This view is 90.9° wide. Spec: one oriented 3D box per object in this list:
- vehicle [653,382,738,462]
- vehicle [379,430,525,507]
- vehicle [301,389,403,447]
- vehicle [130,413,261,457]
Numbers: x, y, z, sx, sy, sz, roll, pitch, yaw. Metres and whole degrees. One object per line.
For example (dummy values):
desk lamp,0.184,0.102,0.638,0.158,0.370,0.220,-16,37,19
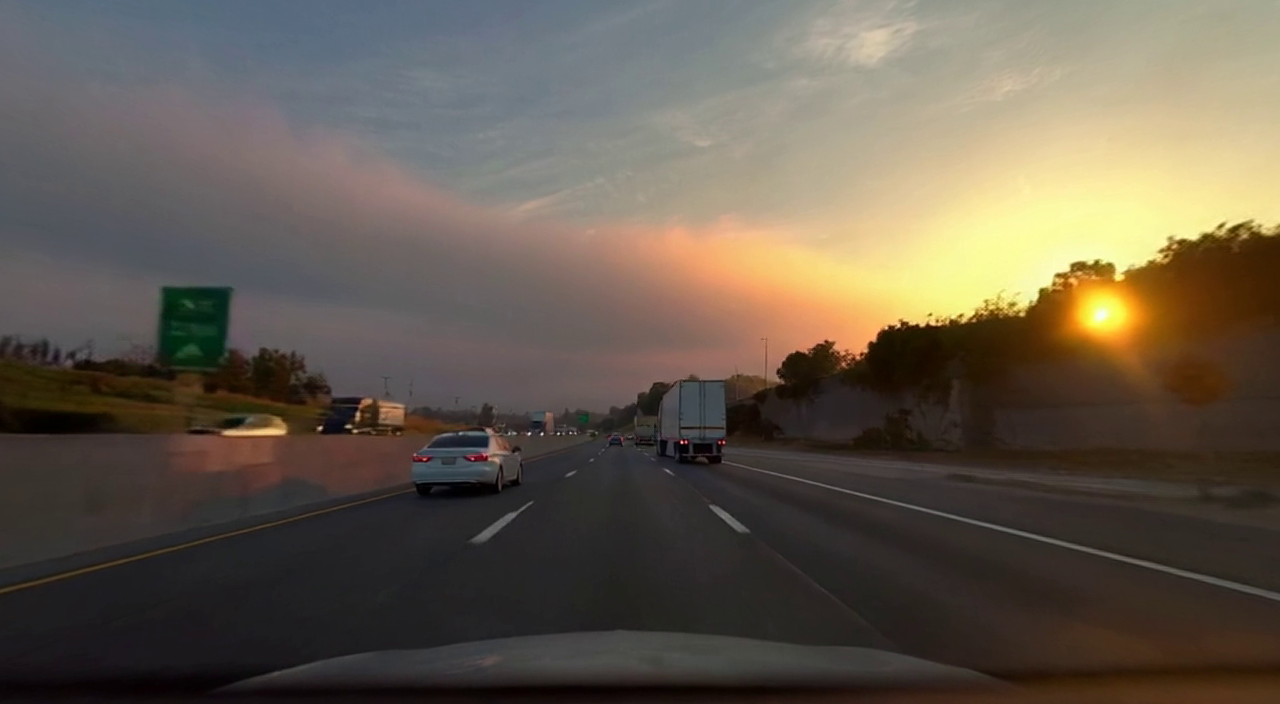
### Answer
vehicle,2.945,4.475,38.920,3.241,4.042,14.292,0,-8,-3
vehicle,-3.960,2.506,14.177,1.971,1.444,4.401,0,-8,-1
vehicle,-20.631,4.981,45.984,2.903,3.769,9.823,0,-8,-1
vehicle,-16.622,3.148,23.868,1.858,1.485,4.296,0,-8,-1
